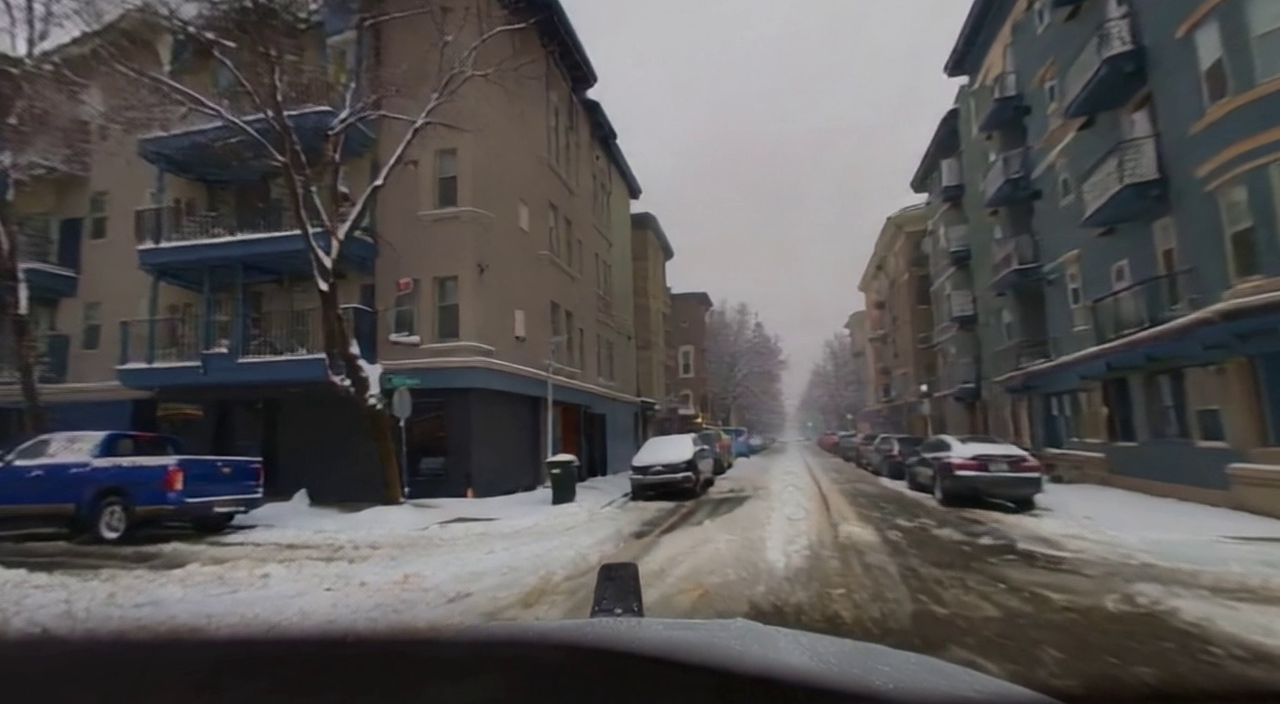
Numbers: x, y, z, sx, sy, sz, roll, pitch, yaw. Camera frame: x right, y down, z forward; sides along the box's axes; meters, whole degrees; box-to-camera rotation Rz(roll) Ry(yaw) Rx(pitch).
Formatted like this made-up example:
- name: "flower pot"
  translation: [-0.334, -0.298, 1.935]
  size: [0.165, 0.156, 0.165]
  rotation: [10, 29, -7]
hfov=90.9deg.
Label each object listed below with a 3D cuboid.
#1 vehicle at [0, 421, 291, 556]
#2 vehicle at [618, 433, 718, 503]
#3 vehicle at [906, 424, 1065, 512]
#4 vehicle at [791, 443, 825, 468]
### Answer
- name: "vehicle"
  translation: [-7.932, 1.870, 9.256]
  size: [4.679, 1.631, 2.025]
  rotation: [-2, -8, 14]
- name: "vehicle"
  translation: [0.783, 2.699, 15.241]
  size: [1.882, 1.459, 3.518]
  rotation: [-2, -8, 11]
- name: "vehicle"
  translation: [7.051, 2.368, 13.342]
  size: [1.868, 1.544, 3.869]
  rotation: [-2, -9, 12]
- name: "vehicle"
  translation: [12.596, 7.715, 47.293]
  size: [2.341, 1.675, 4.360]
  rotation: [-2, -8, 14]
